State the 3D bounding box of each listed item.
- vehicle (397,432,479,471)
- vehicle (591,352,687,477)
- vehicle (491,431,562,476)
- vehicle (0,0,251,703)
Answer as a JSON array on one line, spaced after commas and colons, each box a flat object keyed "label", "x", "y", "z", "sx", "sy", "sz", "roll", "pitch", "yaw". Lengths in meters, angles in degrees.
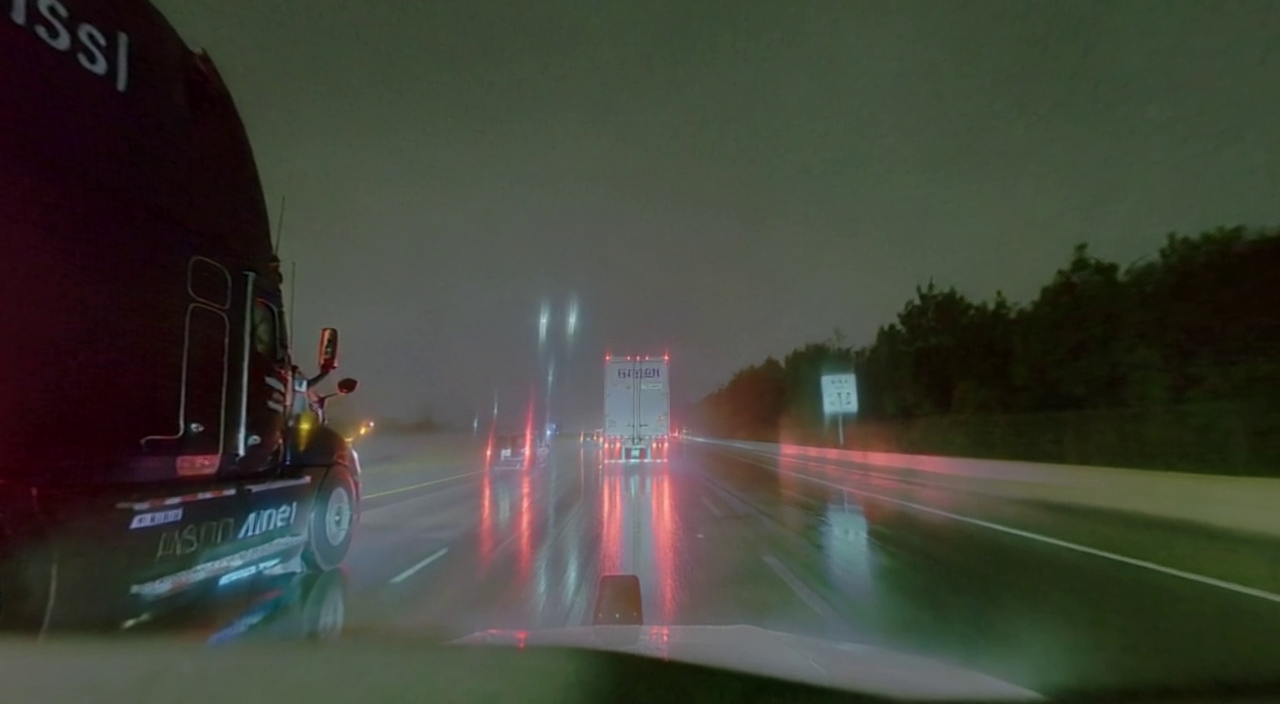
[{"label": "vehicle", "x": -8.480, "y": 4.192, "z": 26.904, "sx": 1.976, "sy": 1.510, "sz": 4.604, "roll": 0, "pitch": -8, "yaw": 0}, {"label": "vehicle", "x": -0.251, "y": 2.742, "z": 25.992, "sx": 3.118, "sy": 4.106, "sz": 10.719, "roll": 0, "pitch": -8, "yaw": -2}, {"label": "vehicle", "x": -4.036, "y": 3.682, "z": 23.045, "sx": 1.933, "sy": 1.492, "sz": 3.838, "roll": 0, "pitch": -8, "yaw": -1}, {"label": "vehicle", "x": -4.324, "y": -0.366, "z": 1.522, "sx": 3.007, "sy": 4.031, "sz": 6.044, "roll": 0, "pitch": -7, "yaw": -3}]
